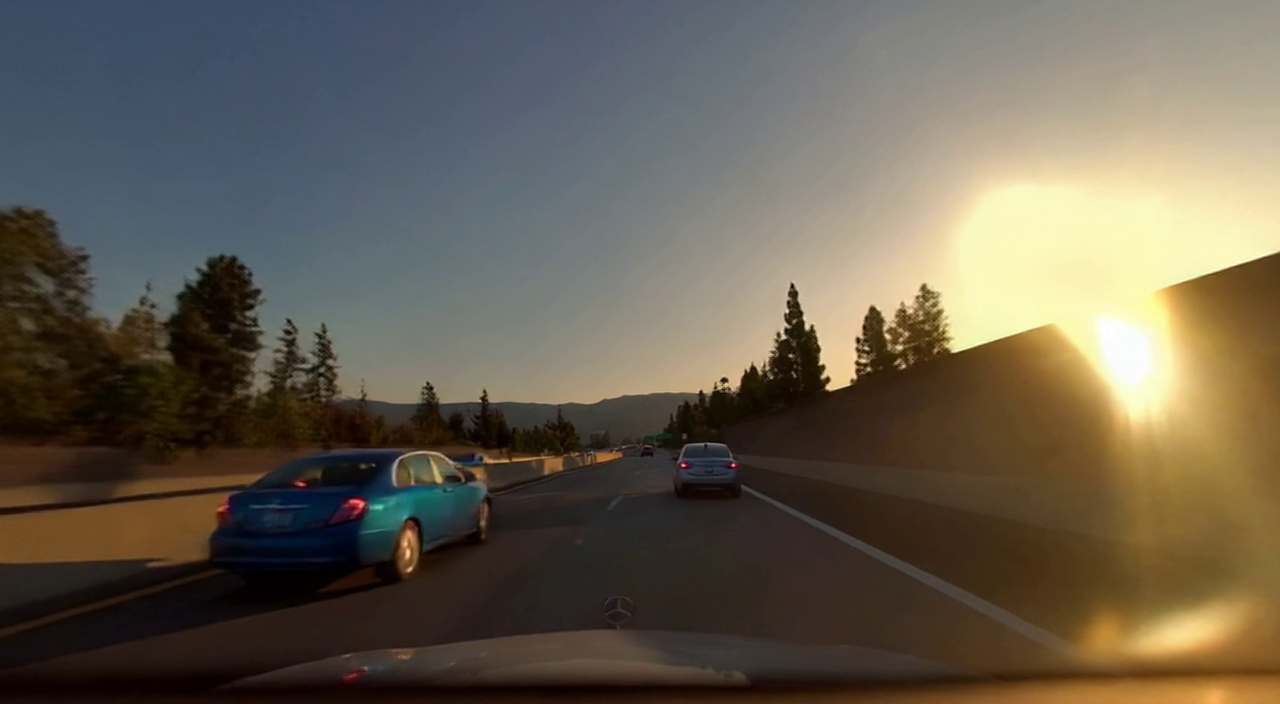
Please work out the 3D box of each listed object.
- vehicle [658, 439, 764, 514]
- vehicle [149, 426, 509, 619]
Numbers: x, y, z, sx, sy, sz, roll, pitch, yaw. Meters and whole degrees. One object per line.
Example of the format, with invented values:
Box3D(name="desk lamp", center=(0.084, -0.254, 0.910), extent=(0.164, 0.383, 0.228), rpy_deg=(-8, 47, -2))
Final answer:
Box3D(name="vehicle", center=(1.541, 2.910, 15.125), extent=(2.021, 1.533, 4.014), rpy_deg=(0, -9, -1))
Box3D(name="vehicle", center=(-3.001, 1.729, 7.339), extent=(2.083, 1.548, 4.251), rpy_deg=(0, -9, -1))
